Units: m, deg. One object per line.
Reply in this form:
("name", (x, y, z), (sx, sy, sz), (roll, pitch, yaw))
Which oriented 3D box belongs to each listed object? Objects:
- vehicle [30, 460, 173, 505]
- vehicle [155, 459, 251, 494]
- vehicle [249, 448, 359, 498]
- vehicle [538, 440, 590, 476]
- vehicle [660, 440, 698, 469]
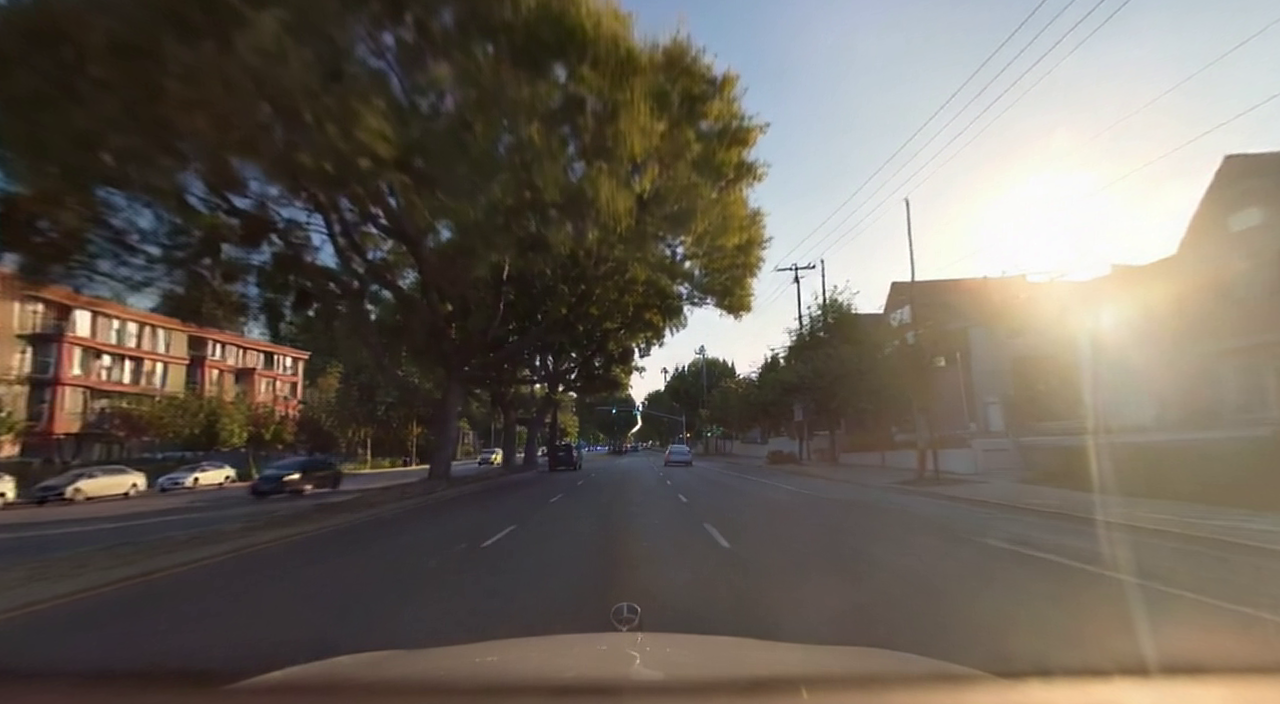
("vehicle", (-22.864, 5.524, 27.142), (1.938, 1.613, 4.830), (0, -9, -1))
("vehicle", (-22.800, 6.468, 33.208), (1.918, 1.586, 4.366), (0, -9, 0))
("vehicle", (-11.681, 4.182, 22.248), (1.838, 1.588, 3.658), (0, -9, 0))
("vehicle", (-3.786, 5.373, 32.250), (2.083, 1.685, 4.069), (-1, -9, 1))
("vehicle", (2.417, 6.507, 40.313), (2.018, 1.719, 4.369), (0, -9, -1))
